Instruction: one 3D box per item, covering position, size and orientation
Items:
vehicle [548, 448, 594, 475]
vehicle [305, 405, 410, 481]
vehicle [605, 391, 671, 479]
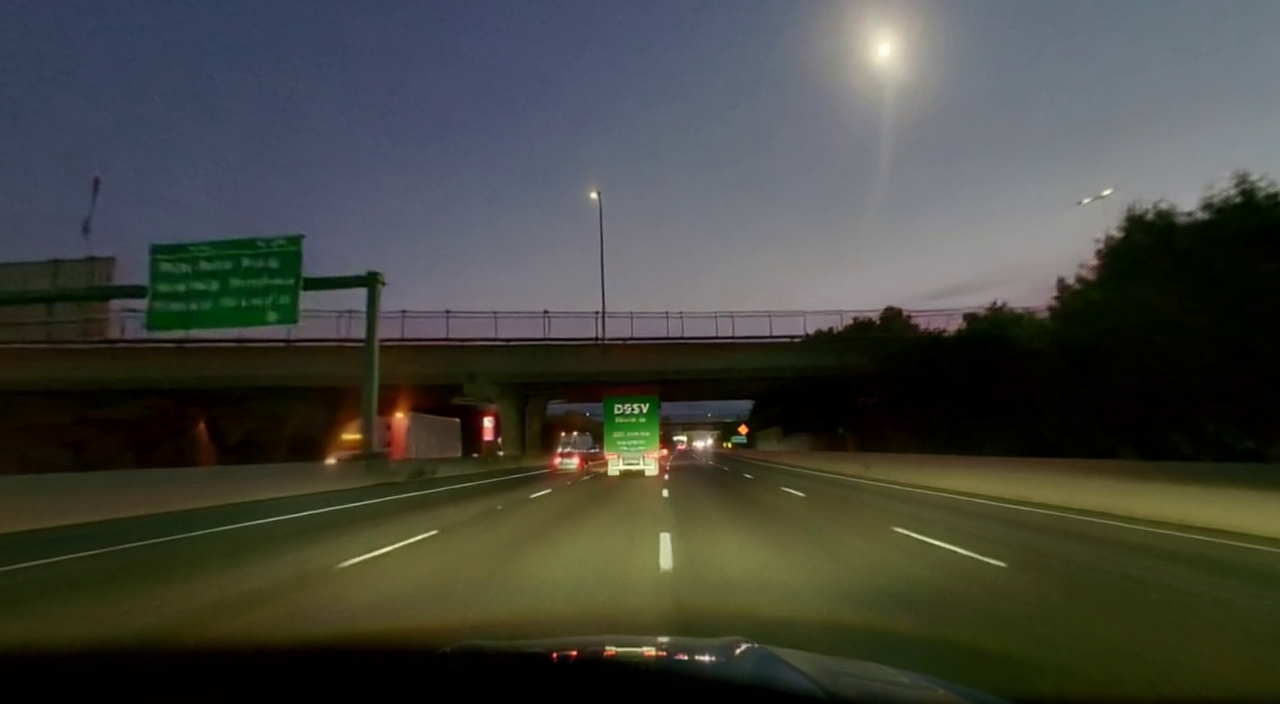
[{"bbox_3d":[-3.940,6.329,36.679,1.958,1.467,4.737,-1,-9,3],"label":"vehicle"},{"bbox_3d":[-15.990,5.271,36.154,3.017,3.970,5.806,-1,-9,3],"label":"vehicle"},{"bbox_3d":[0.085,4.812,35.500,3.025,4.002,12.709,-1,-9,2],"label":"vehicle"}]
